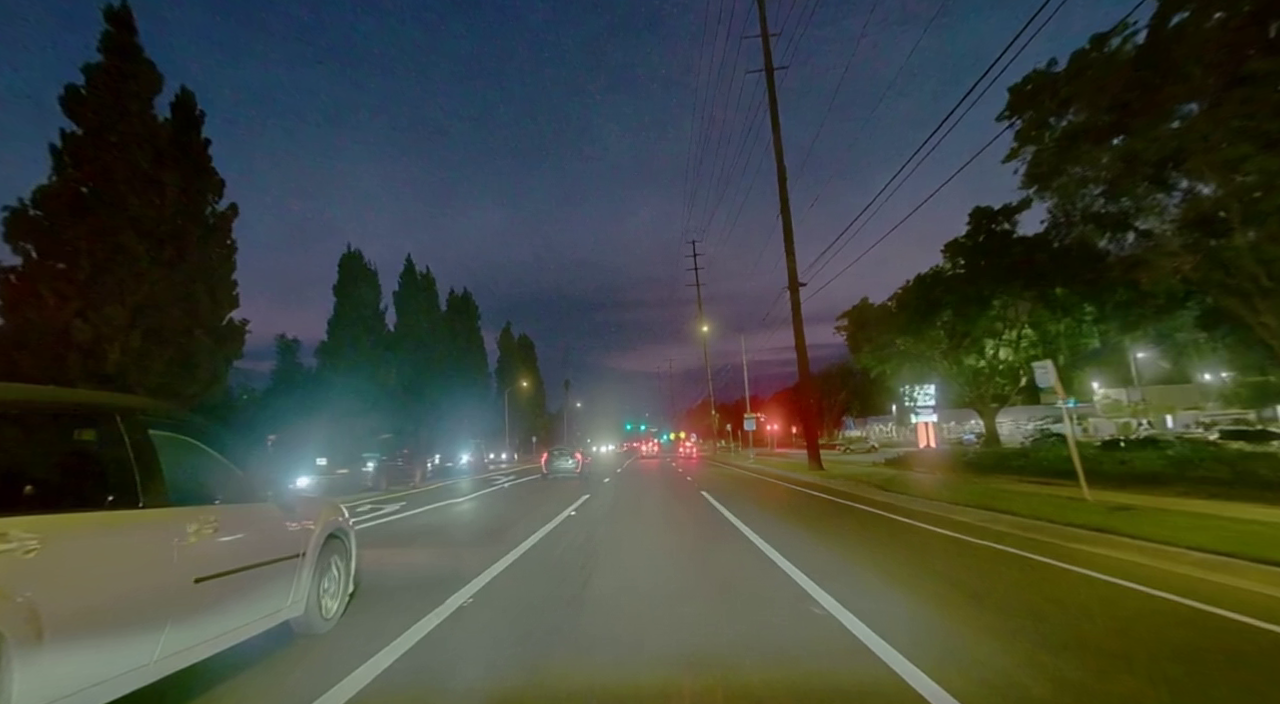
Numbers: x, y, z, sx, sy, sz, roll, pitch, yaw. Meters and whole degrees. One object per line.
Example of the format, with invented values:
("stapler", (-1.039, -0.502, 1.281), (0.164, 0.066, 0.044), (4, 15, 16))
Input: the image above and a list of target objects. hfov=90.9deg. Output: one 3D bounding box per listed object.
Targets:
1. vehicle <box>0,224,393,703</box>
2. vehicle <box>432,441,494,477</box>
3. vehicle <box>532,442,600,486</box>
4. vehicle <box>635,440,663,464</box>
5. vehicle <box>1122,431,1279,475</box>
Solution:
("vehicle", (-3.023, 0.611, 1.689), (2.381, 1.961, 5.563), (0, -9, 1))
("vehicle", (-9.457, 5.732, 34.096), (2.030, 1.772, 4.513), (-2, -9, 1))
("vehicle", (-2.634, 4.105, 23.361), (1.982, 1.451, 4.152), (0, -9, 1))
("vehicle", (0.676, 7.862, 49.802), (2.155, 1.781, 3.977), (0, -9, 0))
("vehicle", (20.348, 3.654, 22.899), (4.001, 1.471, 1.986), (0, -9, -3))
